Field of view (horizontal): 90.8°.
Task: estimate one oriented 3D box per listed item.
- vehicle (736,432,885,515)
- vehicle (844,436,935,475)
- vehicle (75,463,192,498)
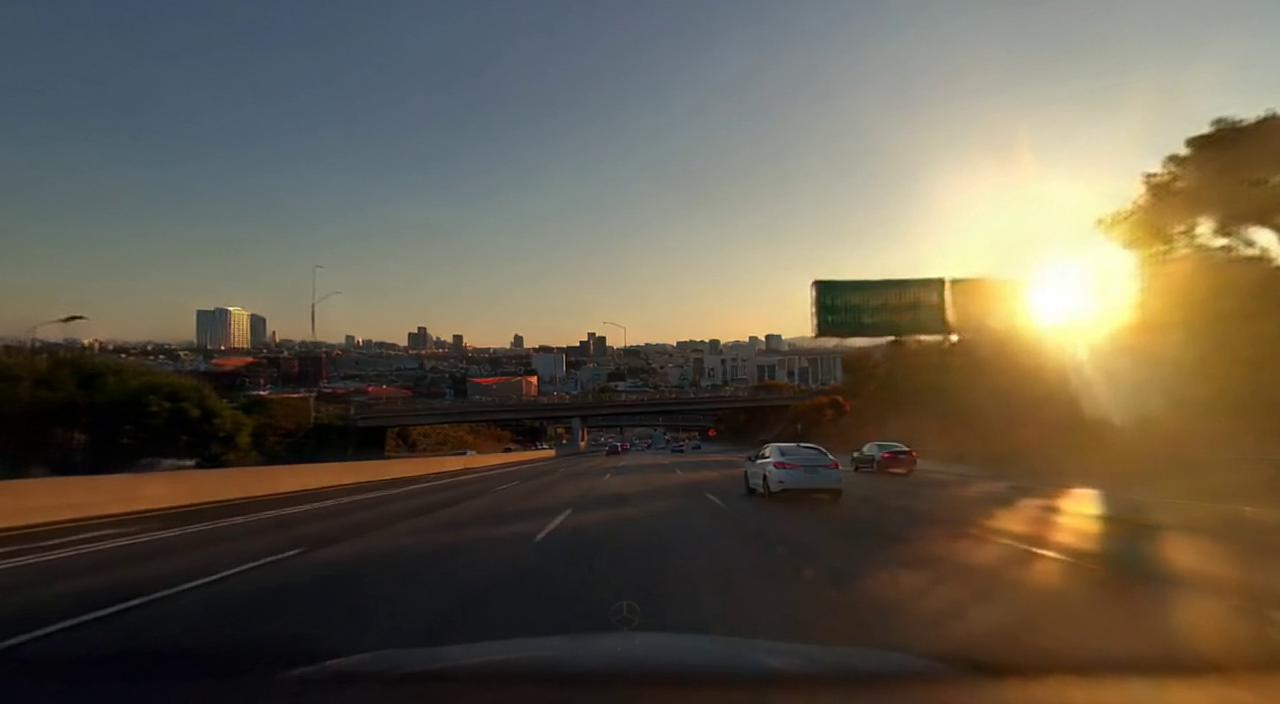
[{"bbox_3d":[3.435,2.528,13.634,1.961,1.504,4.094,0,-8,-1],"label":"vehicle"},{"bbox_3d":[10.487,4.387,26.959,2.019,1.529,4.385,0,-8,-1],"label":"vehicle"},{"bbox_3d":[-25.280,6.393,31.767,1.973,1.492,4.704,0,-8,0],"label":"vehicle"}]
